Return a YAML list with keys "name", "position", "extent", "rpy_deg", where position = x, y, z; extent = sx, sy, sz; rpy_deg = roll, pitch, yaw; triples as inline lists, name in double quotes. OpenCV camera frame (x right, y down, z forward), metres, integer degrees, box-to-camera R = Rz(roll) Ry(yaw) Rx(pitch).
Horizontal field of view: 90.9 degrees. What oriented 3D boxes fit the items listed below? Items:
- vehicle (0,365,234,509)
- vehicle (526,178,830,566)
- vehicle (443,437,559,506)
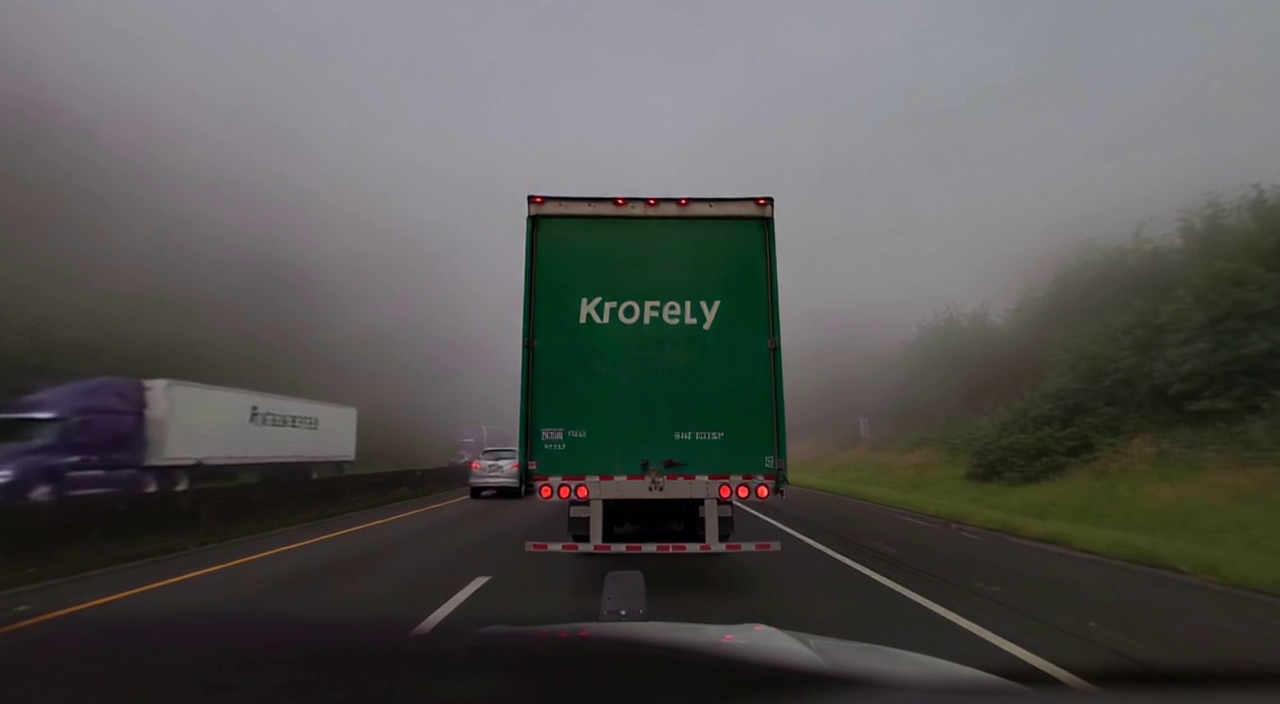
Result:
- name: "vehicle"
  position: [-16.771, 2.797, 20.367]
  extent: [3.034, 3.940, 5.969]
  rpy_deg: [0, -9, 0]
- name: "vehicle"
  position: [0.390, 1.244, 14.156]
  extent: [3.230, 4.377, 14.405]
  rpy_deg: [0, -9, 0]
- name: "vehicle"
  position: [-3.535, 3.138, 16.968]
  extent: [2.095, 1.600, 4.247]
  rpy_deg: [0, -9, 1]
